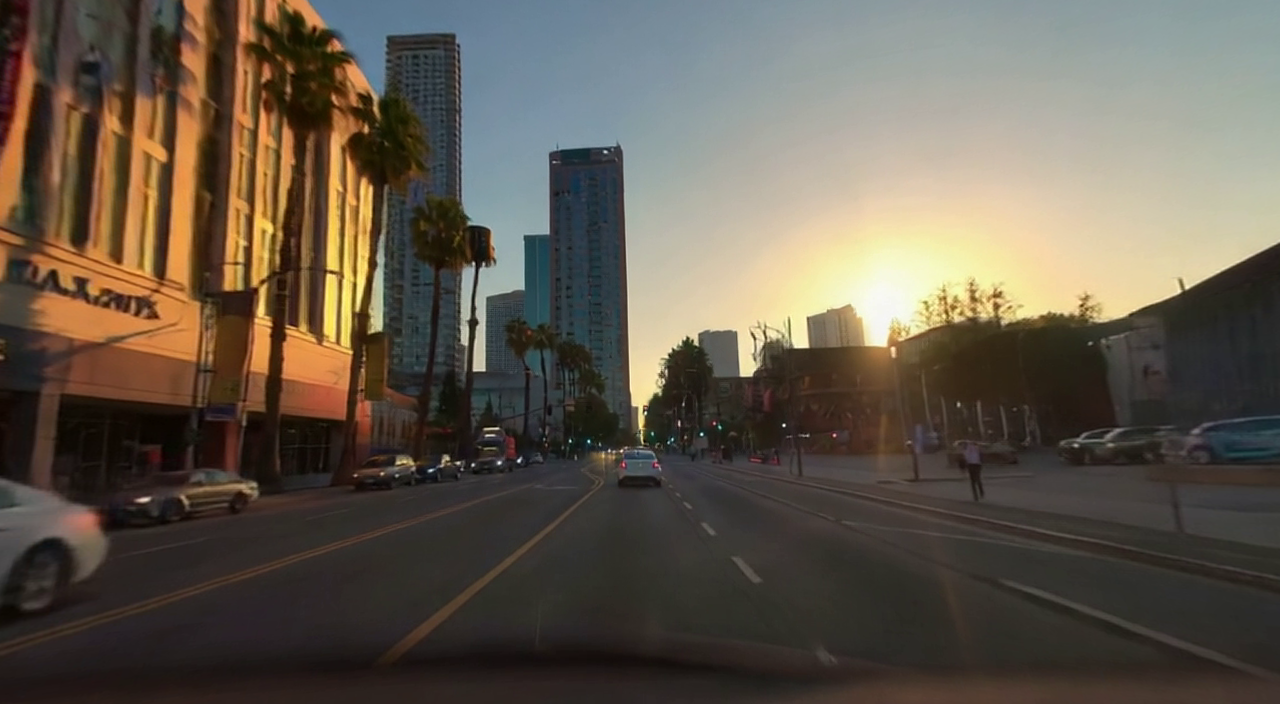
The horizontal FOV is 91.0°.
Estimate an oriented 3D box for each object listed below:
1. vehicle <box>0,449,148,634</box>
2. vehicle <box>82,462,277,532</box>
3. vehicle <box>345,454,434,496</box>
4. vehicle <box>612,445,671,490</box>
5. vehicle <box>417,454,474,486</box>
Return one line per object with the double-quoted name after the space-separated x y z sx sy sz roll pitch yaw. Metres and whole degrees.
-6.170 1.409 4.287 1.951 1.476 4.452 -1 -9 1 "vehicle"
-12.459 3.996 17.546 1.914 1.551 4.634 -4 -12 0 "vehicle"
-12.304 6.050 31.320 2.308 1.839 4.793 -1 -9 2 "vehicle"
0.046 4.538 24.989 2.145 1.632 3.972 0 -9 0 "vehicle"
-12.049 7.311 39.334 1.981 1.803 4.835 0 -9 1 "vehicle"
